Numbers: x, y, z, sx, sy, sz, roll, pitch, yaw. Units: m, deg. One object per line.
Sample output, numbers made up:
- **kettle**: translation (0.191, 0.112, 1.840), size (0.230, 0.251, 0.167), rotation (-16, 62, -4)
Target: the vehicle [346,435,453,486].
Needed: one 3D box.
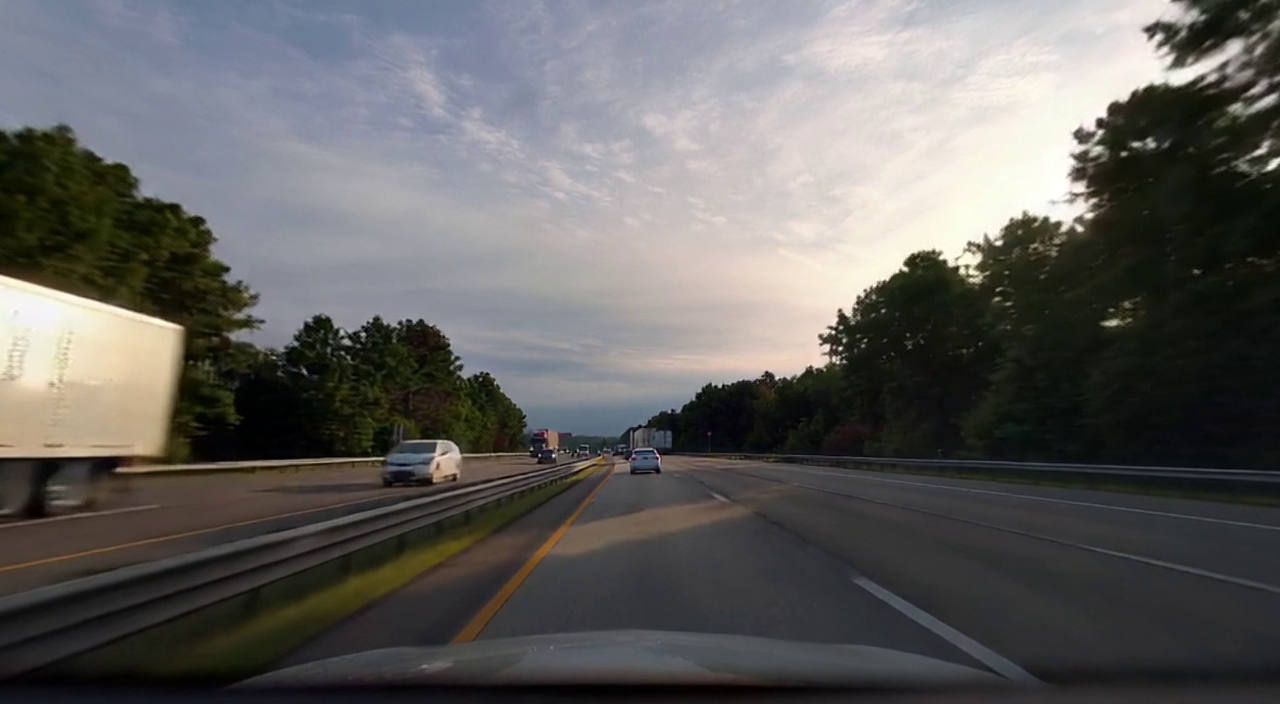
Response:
- **vehicle**: translation (-7.880, 3.594, 21.158), size (1.872, 1.496, 4.373), rotation (0, -9, -1)

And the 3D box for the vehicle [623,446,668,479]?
- **vehicle**: translation (0.216, 5.439, 31.207), size (2.069, 1.523, 4.012), rotation (0, -9, -2)

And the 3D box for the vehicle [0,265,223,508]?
- **vehicle**: translation (-12.417, 0.558, 10.517), size (2.927, 4.111, 12.019), rotation (0, -9, -2)
